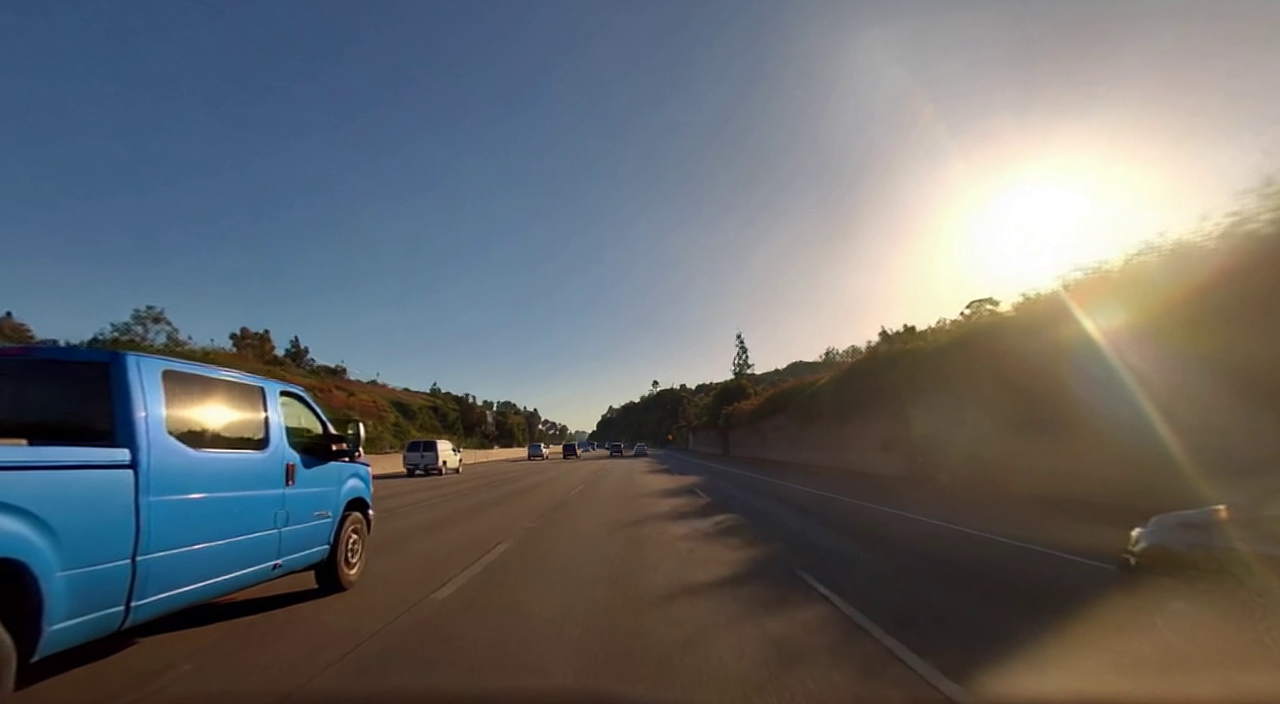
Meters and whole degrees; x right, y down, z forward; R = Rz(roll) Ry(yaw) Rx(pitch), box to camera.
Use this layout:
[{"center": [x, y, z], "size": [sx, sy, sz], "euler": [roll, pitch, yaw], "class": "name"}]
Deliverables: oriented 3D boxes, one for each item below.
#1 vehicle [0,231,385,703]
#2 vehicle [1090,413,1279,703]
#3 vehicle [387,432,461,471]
[{"center": [-3.563, 0.651, 2.472], "size": [2.483, 2.100, 6.208], "euler": [0, -9, 0], "class": "vehicle"}, {"center": [4.255, 0.915, 2.110], "size": [2.047, 1.524, 4.619], "euler": [0, -9, -1], "class": "vehicle"}, {"center": [-11.002, 5.106, 32.546], "size": [2.012, 1.875, 4.895], "euler": [0, -9, 1], "class": "vehicle"}]
